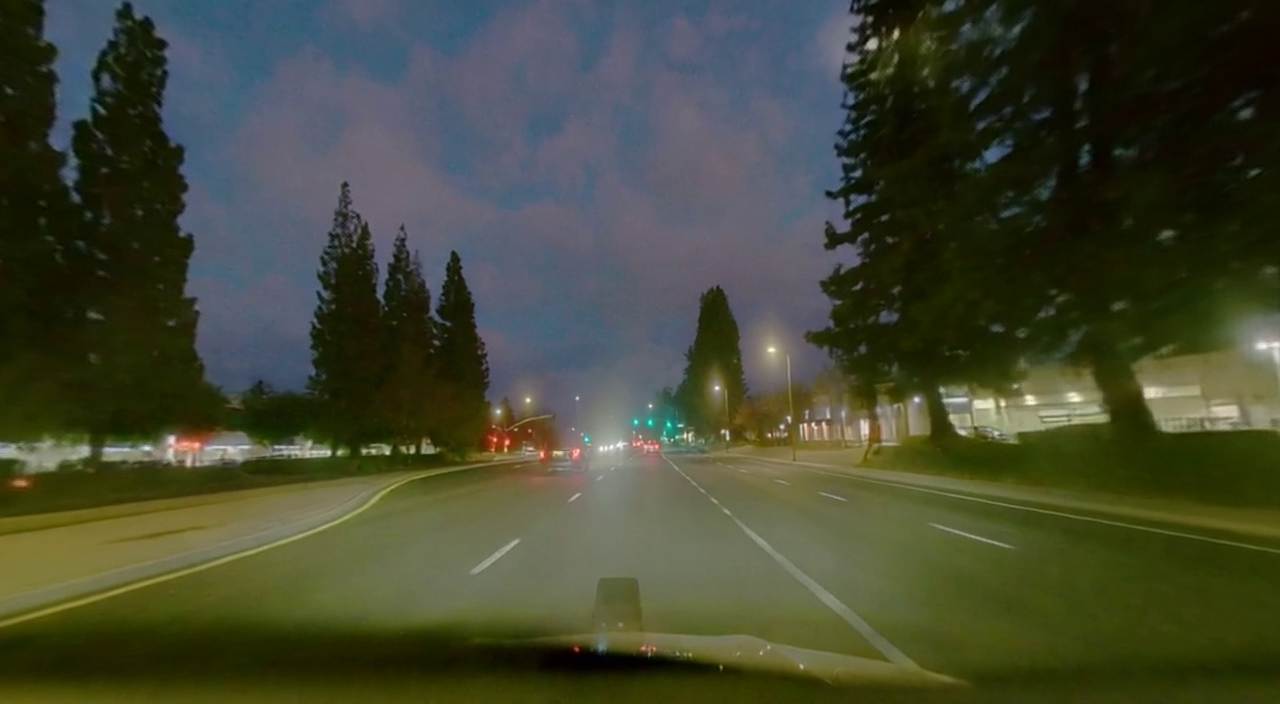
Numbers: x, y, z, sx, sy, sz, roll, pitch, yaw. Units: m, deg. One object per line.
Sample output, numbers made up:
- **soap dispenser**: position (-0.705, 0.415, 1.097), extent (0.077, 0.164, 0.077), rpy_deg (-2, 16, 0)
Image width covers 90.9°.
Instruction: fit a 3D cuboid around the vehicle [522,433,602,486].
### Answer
- **vehicle**: position (-2.626, 3.770, 22.384), extent (2.121, 1.656, 4.559), rpy_deg (-1, -8, 1)
